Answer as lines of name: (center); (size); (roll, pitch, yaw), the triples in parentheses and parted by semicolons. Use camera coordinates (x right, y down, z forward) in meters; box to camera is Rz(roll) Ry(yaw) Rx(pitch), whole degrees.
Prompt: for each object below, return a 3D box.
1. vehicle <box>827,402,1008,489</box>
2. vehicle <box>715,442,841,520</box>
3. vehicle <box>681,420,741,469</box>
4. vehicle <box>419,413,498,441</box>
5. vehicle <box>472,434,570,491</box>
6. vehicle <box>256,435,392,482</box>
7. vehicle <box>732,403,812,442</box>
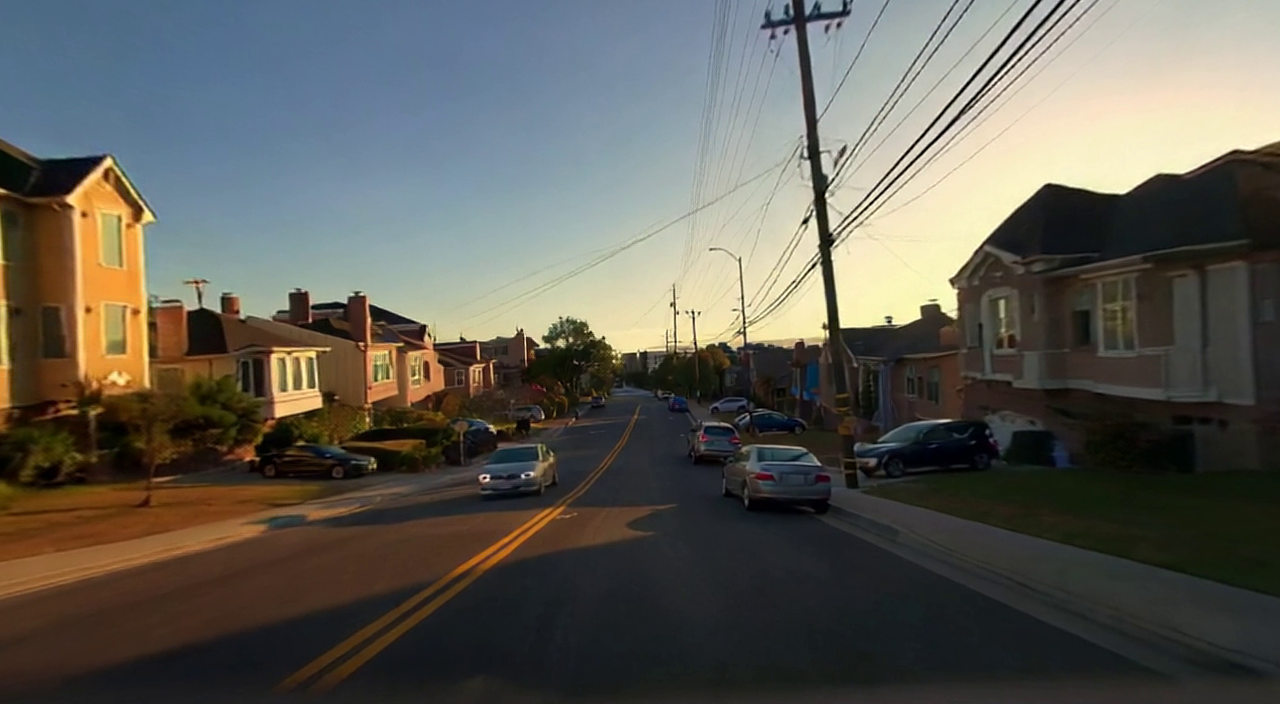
vehicle: (8.119, 2.768, 18.726); (4.286, 2.044, 1.913); (-5, -8, -1)
vehicle: (2.943, 2.851, 14.505); (2.063, 1.503, 4.415); (0, -9, 2)
vehicle: (3.185, 4.220, 29.369); (2.211, 1.860, 4.813); (0, -4, 0)
vehicle: (-12.015, 5.013, 41.812); (4.525, 1.797, 2.024); (-1, -9, 5)
vehicle: (-3.587, 3.395, 19.852); (2.096, 1.542, 4.481); (0, -7, 2)
vehicle: (-11.989, 4.051, 24.139); (4.236, 1.654, 1.745); (0, -8, -5)
vehicle: (8.572, 4.650, 41.212); (4.622, 1.826, 2.065); (-8, -9, 0)
